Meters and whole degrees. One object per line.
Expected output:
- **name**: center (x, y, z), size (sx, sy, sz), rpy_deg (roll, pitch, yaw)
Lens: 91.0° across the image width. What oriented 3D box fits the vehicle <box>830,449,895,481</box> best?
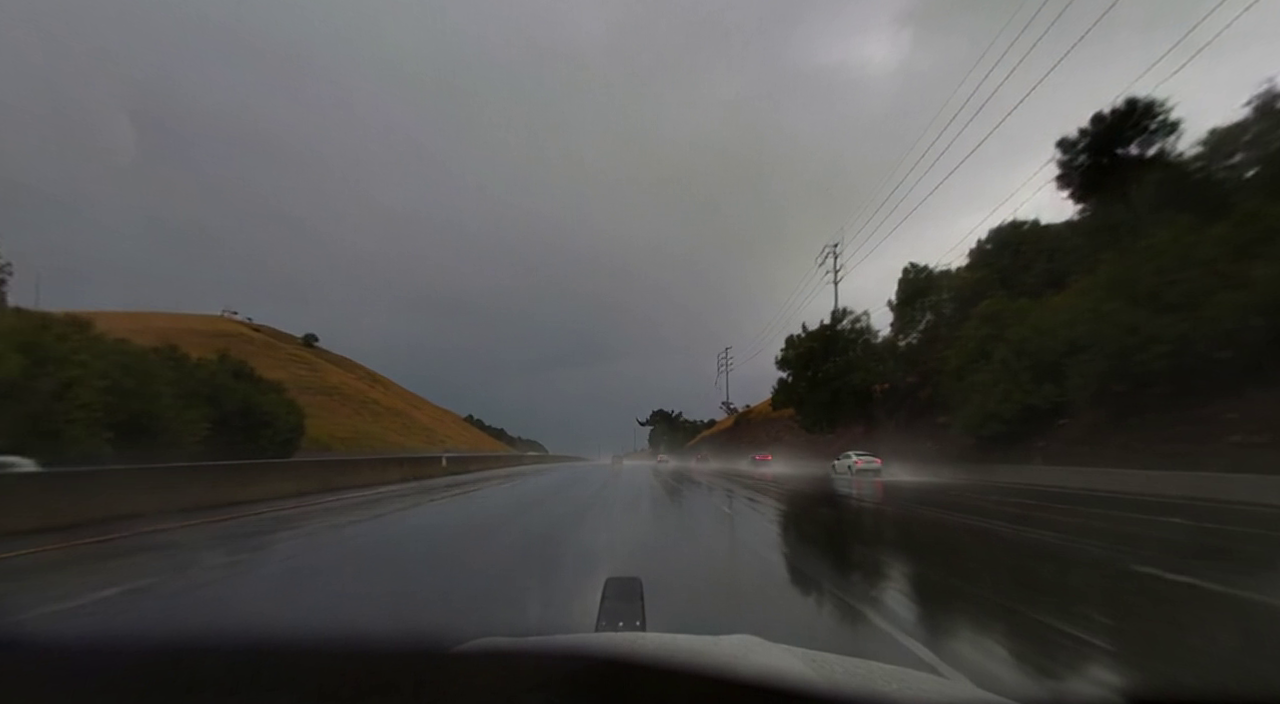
- **vehicle**: center (11.488, 5.826, 32.743), size (1.884, 1.486, 3.770), rpy_deg (0, -9, -2)
